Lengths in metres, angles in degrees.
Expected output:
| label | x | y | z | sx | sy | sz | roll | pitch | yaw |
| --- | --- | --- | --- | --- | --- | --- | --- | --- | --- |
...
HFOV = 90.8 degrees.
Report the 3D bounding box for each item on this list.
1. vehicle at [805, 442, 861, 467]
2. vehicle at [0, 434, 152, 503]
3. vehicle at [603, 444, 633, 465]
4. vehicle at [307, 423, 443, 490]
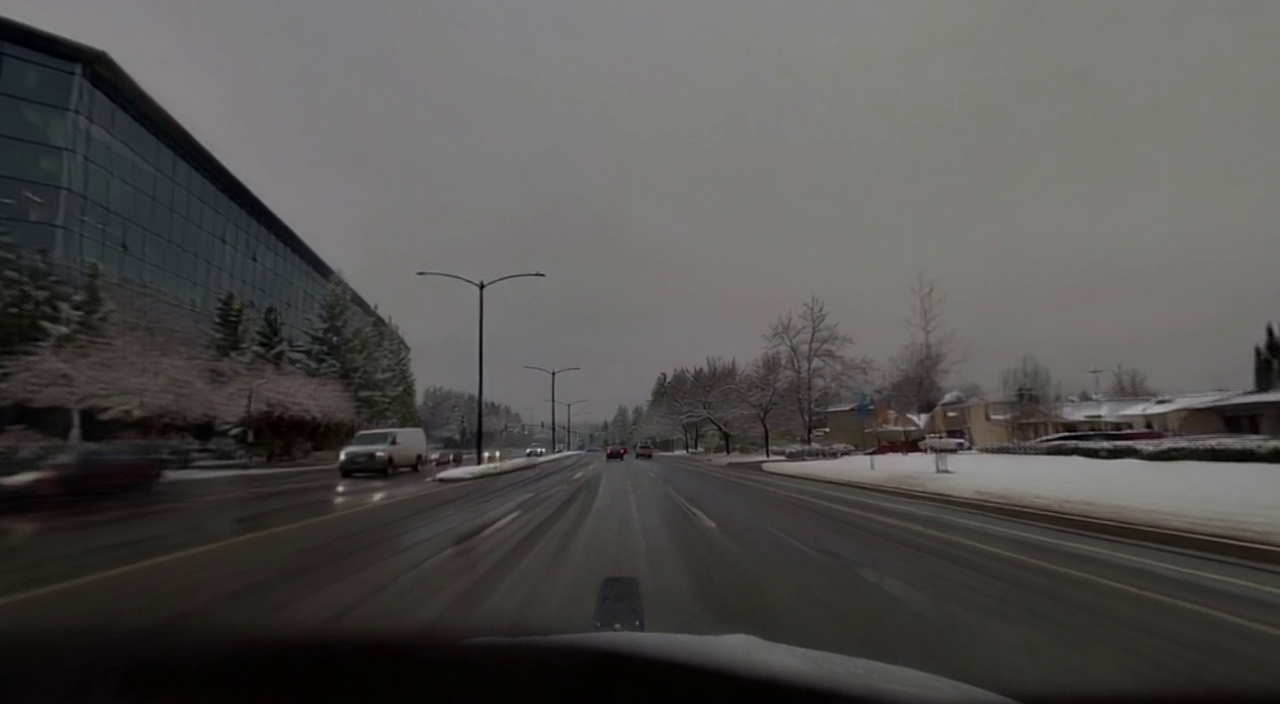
| label | x | y | z | sx | sy | sz | roll | pitch | yaw |
| --- | --- | --- | --- | --- | --- | --- | --- | --- | --- |
| vehicle | 12.641 | 6.729 | 41.733 | 2.024 | 1.575 | 4.498 | 1 | -8 | -4 |
| vehicle | -15.922 | 3.055 | 16.991 | 1.975 | 1.596 | 4.555 | 0 | -8 | -1 |
| vehicle | -1.642 | 7.484 | 46.435 | 2.080 | 1.445 | 4.096 | 0 | -8 | -3 |
| vehicle | -8.908 | 3.601 | 22.020 | 2.631 | 1.990 | 5.787 | 1 | -9 | -5 |
